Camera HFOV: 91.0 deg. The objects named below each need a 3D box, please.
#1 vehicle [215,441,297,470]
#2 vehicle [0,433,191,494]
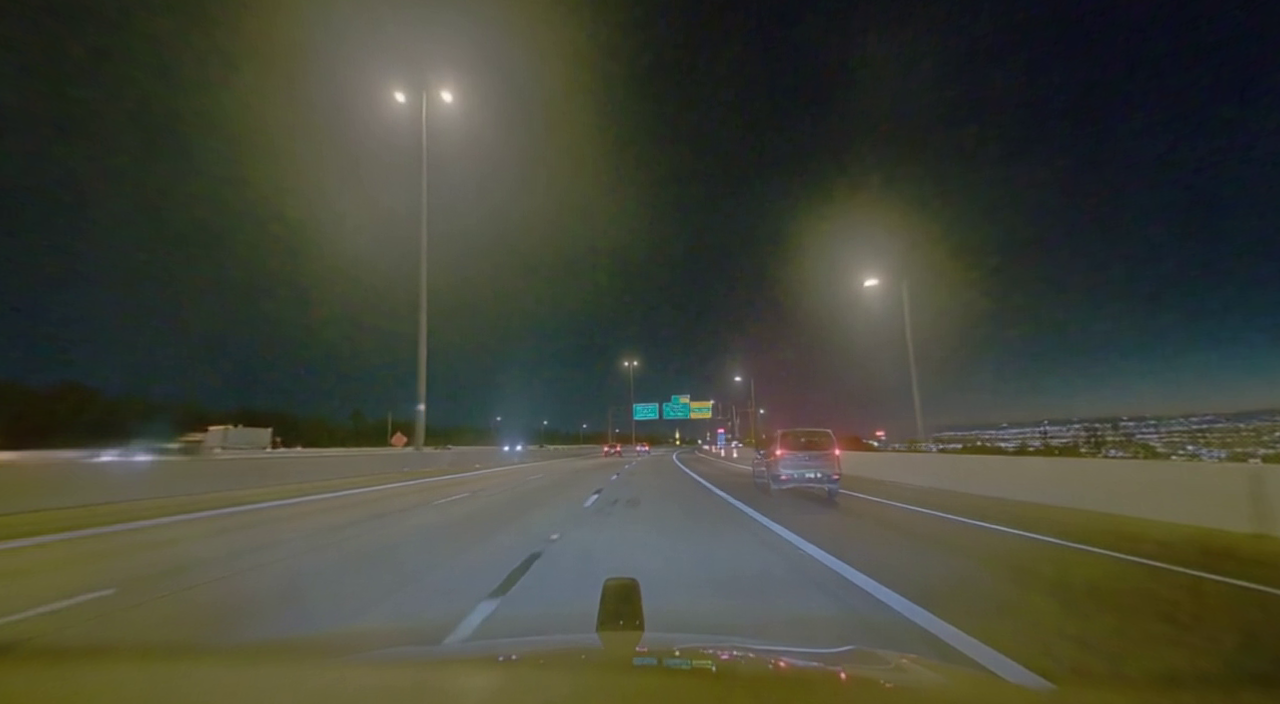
[{"bbox_3d":[-22.476,6.071,37.075,1.869,1.556,4.539,0,-9,1],"label":"vehicle"},{"bbox_3d":[-15.651,3.167,18.211,1.945,1.515,4.455,0,-9,1],"label":"vehicle"}]
